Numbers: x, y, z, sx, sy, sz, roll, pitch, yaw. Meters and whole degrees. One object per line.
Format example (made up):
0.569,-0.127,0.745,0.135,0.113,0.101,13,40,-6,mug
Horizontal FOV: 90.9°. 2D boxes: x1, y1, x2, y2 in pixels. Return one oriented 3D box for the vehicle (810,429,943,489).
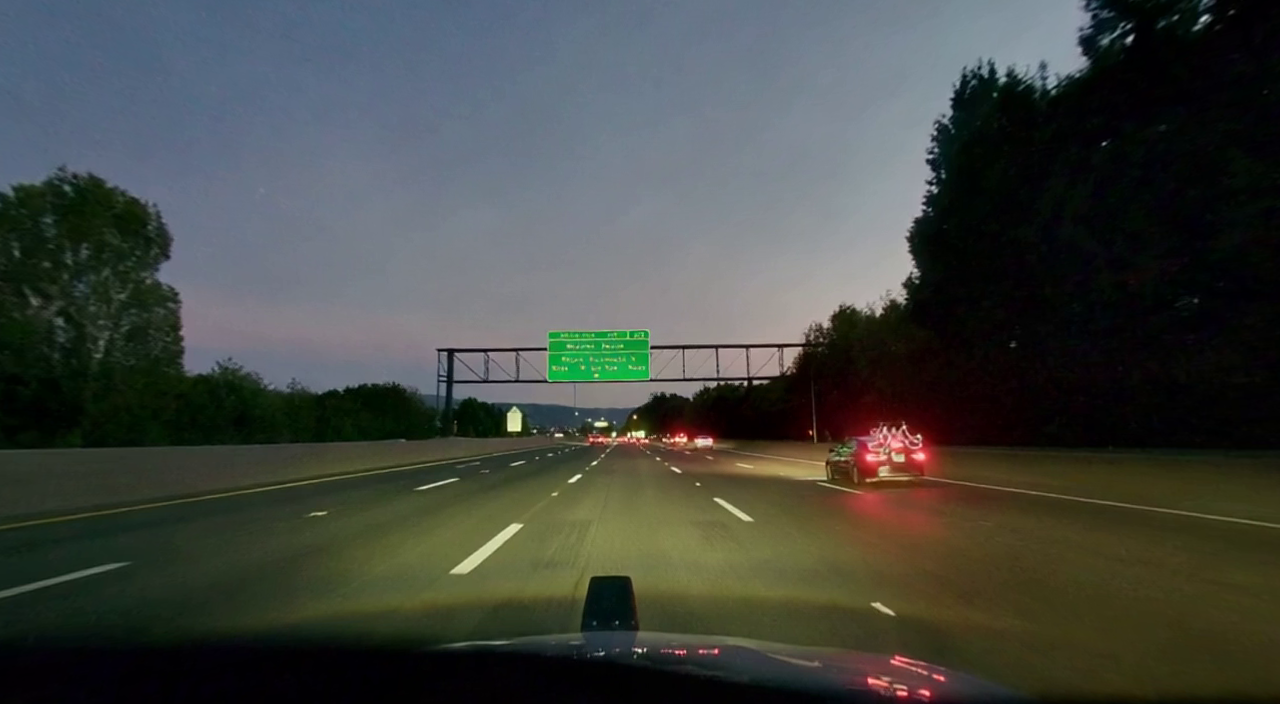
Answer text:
6.770,3.088,18.719,2.034,1.511,4.785,0,-8,-1,vehicle
